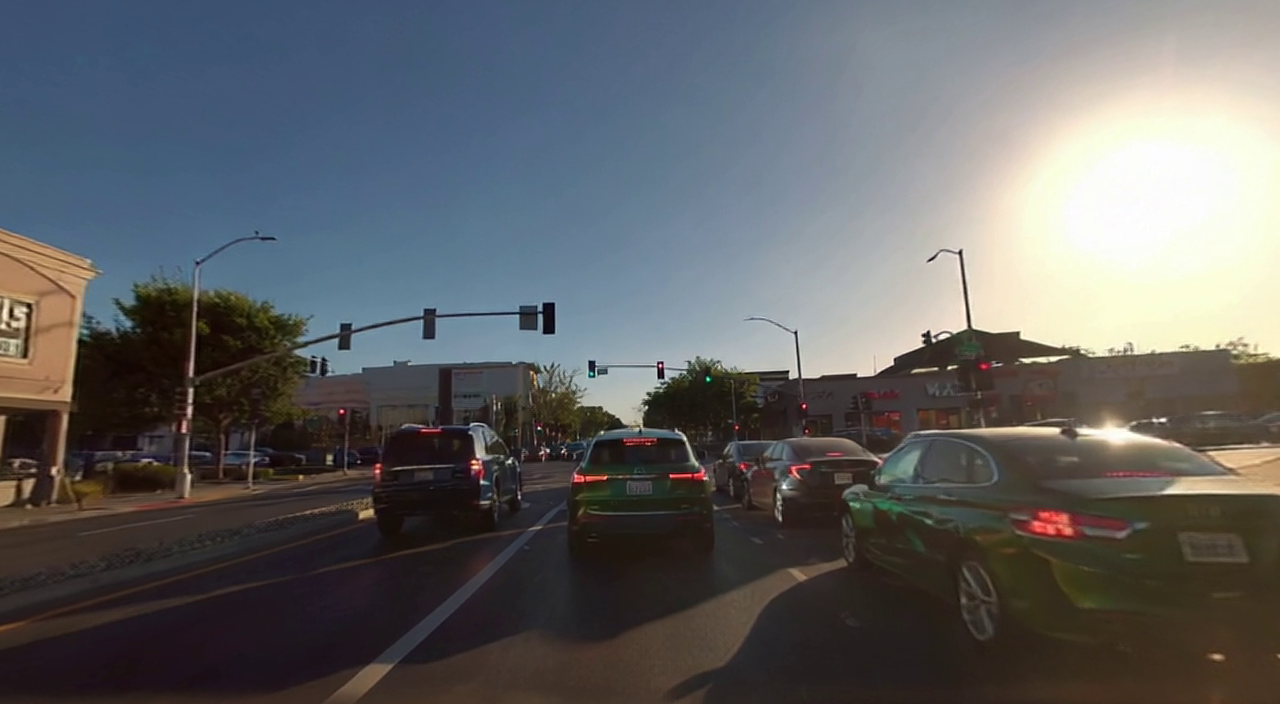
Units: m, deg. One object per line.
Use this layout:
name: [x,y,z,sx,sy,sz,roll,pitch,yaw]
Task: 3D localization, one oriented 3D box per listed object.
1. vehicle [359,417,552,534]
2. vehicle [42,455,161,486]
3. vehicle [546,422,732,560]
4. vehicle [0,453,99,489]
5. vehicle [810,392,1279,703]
vehicle: [-3.045,2.166,11.634,2.180,1.708,4.397,0,-9,1]
vehicle: [-27.246,5.972,32.152,4.107,1.427,1.883,3,-9,-23]
vehicle: [-0.018,1.840,9.005,2.071,1.525,3.723,0,-9,0]
vehicle: [-28.035,5.430,28.910,4.469,1.498,1.908,4,-9,-25]
vehicle: [2.944,1.261,5.086,1.922,1.508,4.330,0,-9,0]
